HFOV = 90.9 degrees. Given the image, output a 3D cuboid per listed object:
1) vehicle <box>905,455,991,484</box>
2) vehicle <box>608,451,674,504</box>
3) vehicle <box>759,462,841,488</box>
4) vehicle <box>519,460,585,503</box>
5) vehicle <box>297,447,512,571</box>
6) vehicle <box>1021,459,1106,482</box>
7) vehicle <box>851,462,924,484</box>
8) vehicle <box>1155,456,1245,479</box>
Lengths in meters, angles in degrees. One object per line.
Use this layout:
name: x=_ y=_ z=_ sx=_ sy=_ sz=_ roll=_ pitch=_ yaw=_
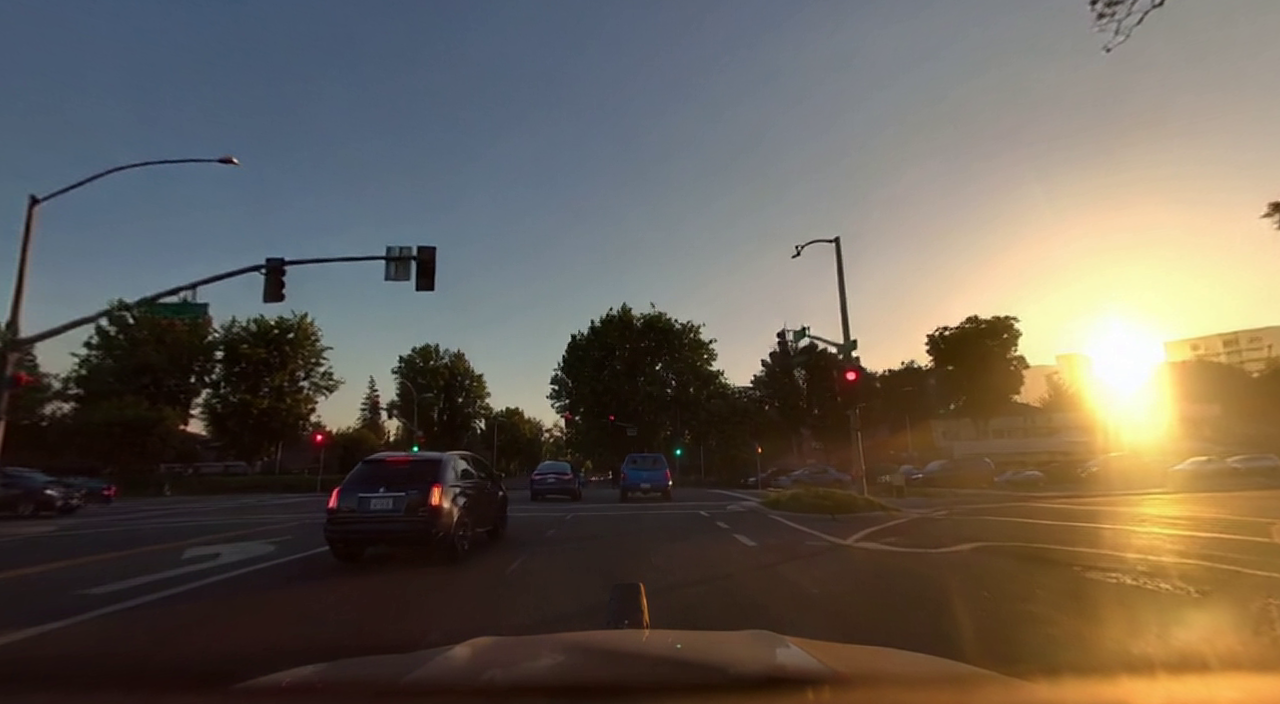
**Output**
vehicle: x=20.804 y=7.950 z=42.688 sx=4.585 sy=1.681 sz=2.140 roll=-2 pitch=-10 yaw=0
vehicle: x=0.058 y=4.461 z=22.770 sx=2.163 sy=1.678 sz=3.846 roll=0 pitch=-8 yaw=1
vehicle: x=10.716 y=8.287 z=42.447 sx=4.875 sy=1.473 sz=2.077 roll=-2 pitch=-12 yaw=-2
vehicle: x=-3.428 y=5.162 z=25.517 sx=2.013 sy=1.474 sz=4.393 roll=0 pitch=-8 yaw=0
vehicle: x=-3.319 y=2.242 z=9.724 sx=1.960 sy=1.528 sz=3.490 roll=0 pitch=-8 yaw=-1
vehicle: x=28.745 y=8.039 z=42.866 sx=4.365 sy=1.448 sz=1.928 roll=0 pitch=-9 yaw=0
vehicle: x=18.202 y=8.924 z=46.430 sx=4.478 sy=1.495 sz=2.063 roll=0 pitch=-9 yaw=-1
vehicle: x=37.893 y=7.792 z=42.709 sx=4.525 sy=1.468 sz=1.839 roll=1 pitch=-9 yaw=-5
